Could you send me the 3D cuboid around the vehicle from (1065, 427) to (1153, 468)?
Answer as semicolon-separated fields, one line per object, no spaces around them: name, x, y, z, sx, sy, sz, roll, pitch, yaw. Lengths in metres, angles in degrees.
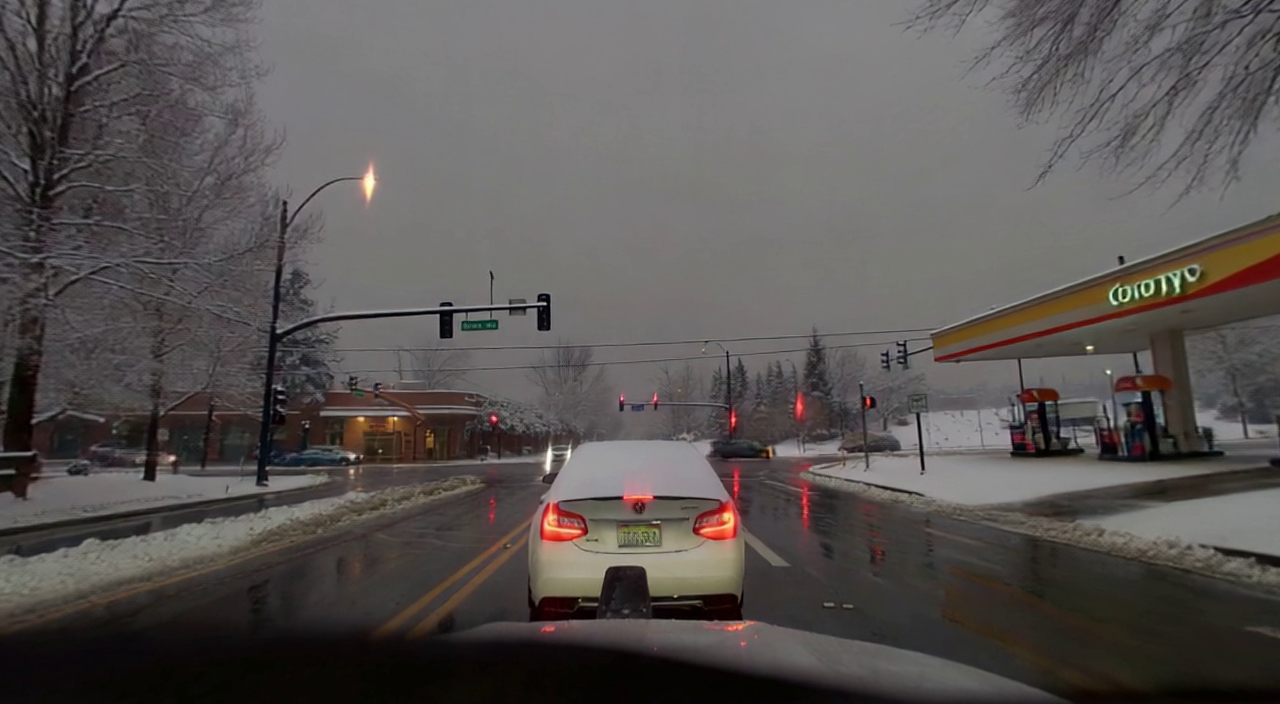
vehicle;18.589;3.759;24.903;4.091;1.495;2.053;8;-12;-44

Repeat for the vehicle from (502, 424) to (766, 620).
vehicle;-0.044;1.600;6.909;2.010;1.482;4.057;0;-8;0
